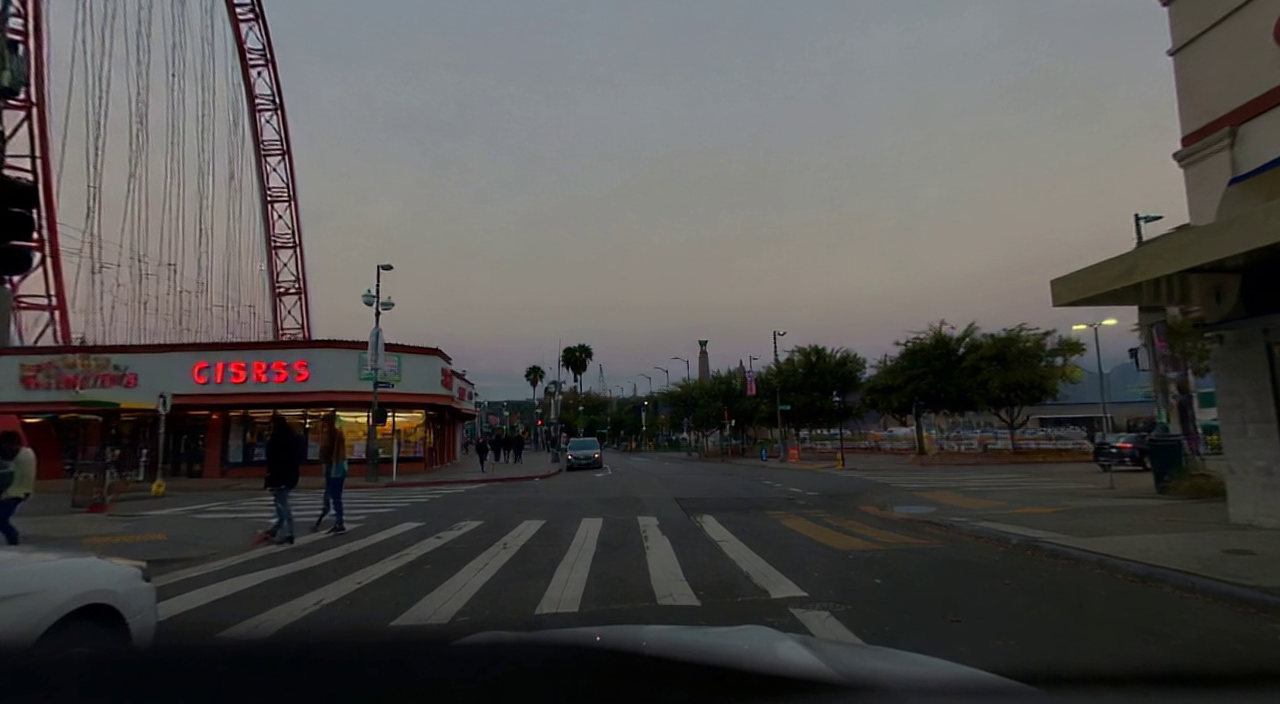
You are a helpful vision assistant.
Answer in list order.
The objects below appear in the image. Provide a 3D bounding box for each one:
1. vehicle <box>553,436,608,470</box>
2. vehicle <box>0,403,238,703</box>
[{"bbox_3d":[-3.892,6.405,40.247,2.549,2.000,5.699,2,-9,-15],"label":"vehicle"},{"bbox_3d":[-3.372,0.788,1.200,1.940,1.505,4.676,-1,-9,3],"label":"vehicle"}]
